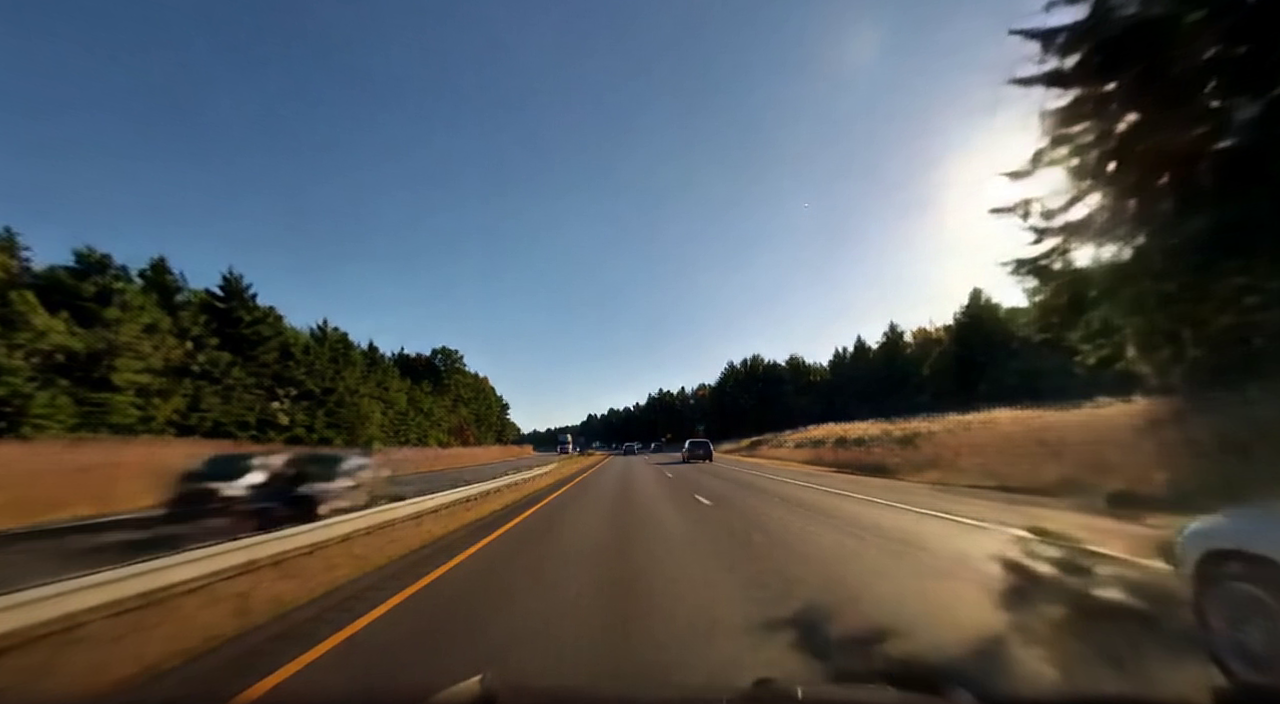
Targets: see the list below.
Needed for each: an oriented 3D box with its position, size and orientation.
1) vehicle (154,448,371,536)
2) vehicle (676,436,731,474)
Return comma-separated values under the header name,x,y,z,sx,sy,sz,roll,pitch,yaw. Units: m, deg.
name,x,y,z,sx,sy,sz,roll,pitch,yaw
vehicle,-7.771,2.860,13.625,1.934,1.497,4.552,0,-8,-1
vehicle,2.983,4.944,30.474,2.043,1.673,4.016,0,-8,-3
